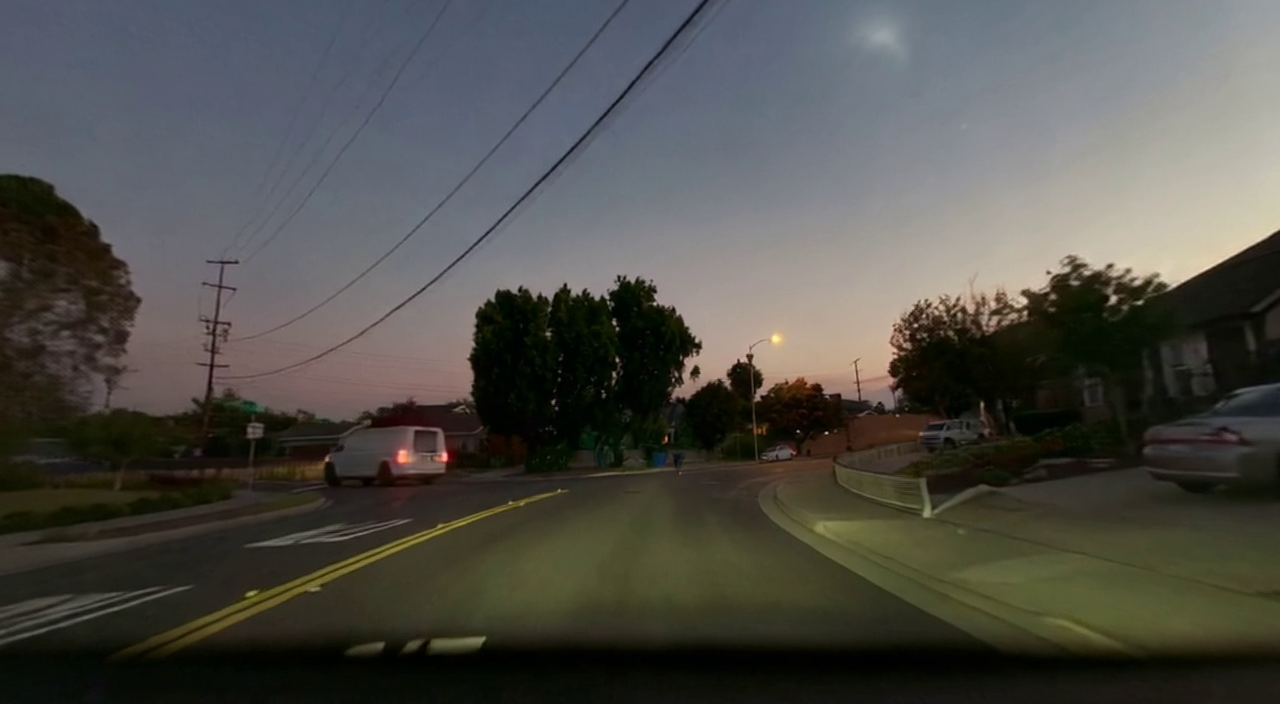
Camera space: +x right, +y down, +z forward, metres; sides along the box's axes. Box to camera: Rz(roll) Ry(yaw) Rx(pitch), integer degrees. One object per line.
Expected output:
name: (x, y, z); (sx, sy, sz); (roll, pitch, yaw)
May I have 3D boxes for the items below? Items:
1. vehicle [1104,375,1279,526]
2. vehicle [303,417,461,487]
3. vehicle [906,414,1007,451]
vehicle: (9.154, 0.973, 8.098); (4.658, 1.536, 2.090); (-8, -9, -2)
vehicle: (-12.663, 4.839, 30.875); (7.559, 3.058, 2.929); (-5, -10, 29)
vehicle: (19.433, 5.028, 39.007); (2.056, 2.014, 5.011); (7, -12, -40)
